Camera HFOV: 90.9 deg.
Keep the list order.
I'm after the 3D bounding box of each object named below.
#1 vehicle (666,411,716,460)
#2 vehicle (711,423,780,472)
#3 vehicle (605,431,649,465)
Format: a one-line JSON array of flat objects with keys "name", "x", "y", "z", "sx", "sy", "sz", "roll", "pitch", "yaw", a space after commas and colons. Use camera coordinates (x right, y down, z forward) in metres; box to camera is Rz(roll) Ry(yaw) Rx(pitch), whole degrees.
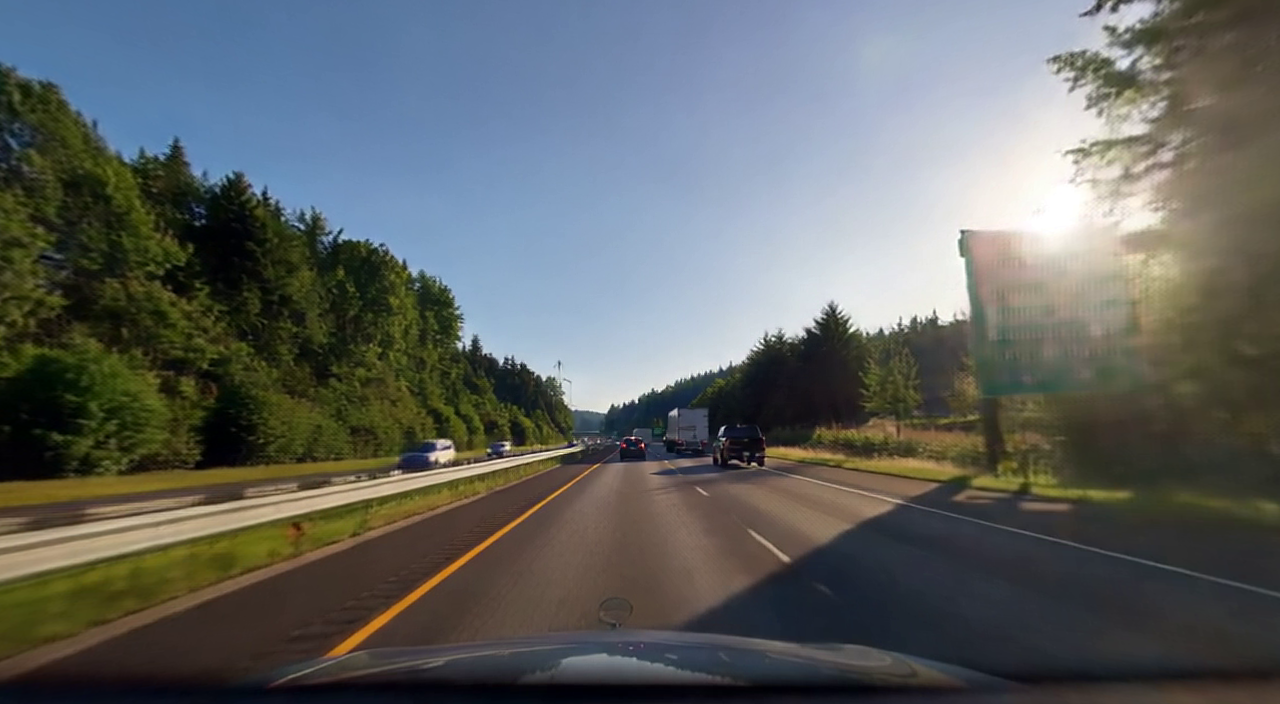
[{"name": "vehicle", "x": 3.351, "y": 5.709, "z": 43.105, "sx": 2.728, "sy": 3.053, "sz": 7.708, "roll": 0, "pitch": -8, "yaw": 0}, {"name": "vehicle", "x": 4.329, "y": 3.992, "z": 26.627, "sx": 2.073, "sy": 1.905, "sz": 4.023, "roll": 0, "pitch": -8, "yaw": -2}, {"name": "vehicle", "x": -0.680, "y": 5.098, "z": 33.845, "sx": 2.206, "sy": 1.681, "sz": 4.111, "roll": 0, "pitch": -8, "yaw": -1}]
